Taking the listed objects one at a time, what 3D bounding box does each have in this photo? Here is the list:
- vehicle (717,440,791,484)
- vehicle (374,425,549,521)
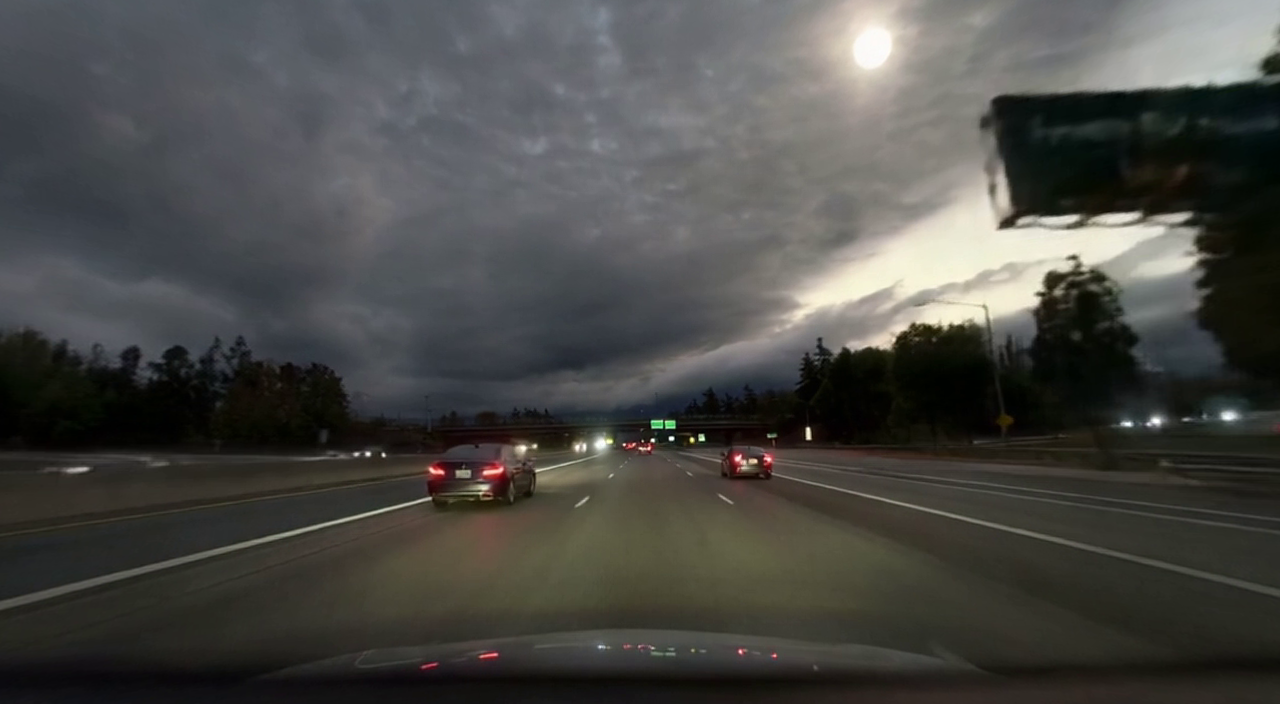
[{"bbox_3d":[4.168,4.068,23.701,1.908,1.483,4.259,0,-8,-1],"label":"vehicle"},{"bbox_3d":[-3.559,2.537,13.816,2.259,1.706,4.924,0,-8,2],"label":"vehicle"}]
